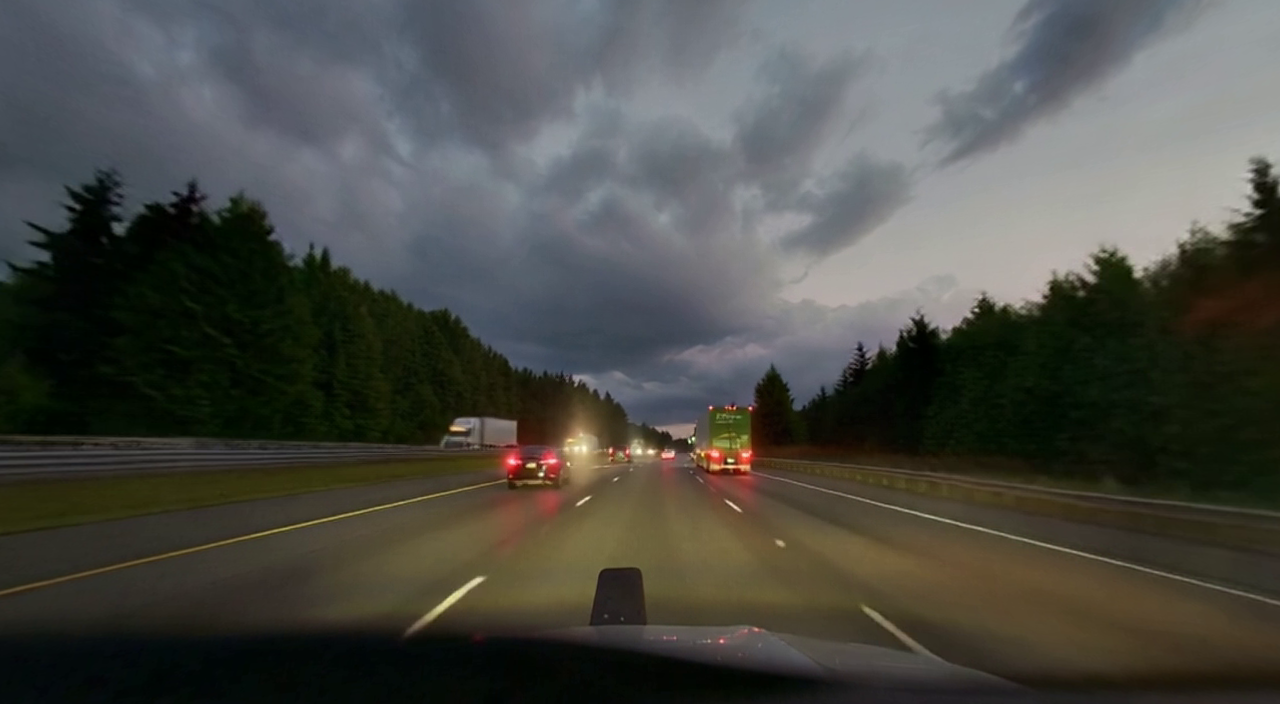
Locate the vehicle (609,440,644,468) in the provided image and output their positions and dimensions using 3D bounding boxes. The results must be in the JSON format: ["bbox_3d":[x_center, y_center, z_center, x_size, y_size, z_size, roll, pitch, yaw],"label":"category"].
[{"bbox_3d":[-0.979,7.913,48.903,2.201,2.038,5.065,-1,-9,4],"label":"vehicle"}]

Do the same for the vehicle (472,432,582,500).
[{"bbox_3d":[-3.112,3.260,18.426,2.205,1.728,4.397,0,-9,2],"label":"vehicle"}]

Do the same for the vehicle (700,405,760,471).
[{"bbox_3d":[6.089,6.259,45.123,3.057,3.993,13.914,-1,-9,3],"label":"vehicle"}]

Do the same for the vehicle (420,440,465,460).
[{"bbox_3d":[-15.251,7.613,48.809,1.798,1.455,4.162,-1,-9,5],"label":"vehicle"}]
